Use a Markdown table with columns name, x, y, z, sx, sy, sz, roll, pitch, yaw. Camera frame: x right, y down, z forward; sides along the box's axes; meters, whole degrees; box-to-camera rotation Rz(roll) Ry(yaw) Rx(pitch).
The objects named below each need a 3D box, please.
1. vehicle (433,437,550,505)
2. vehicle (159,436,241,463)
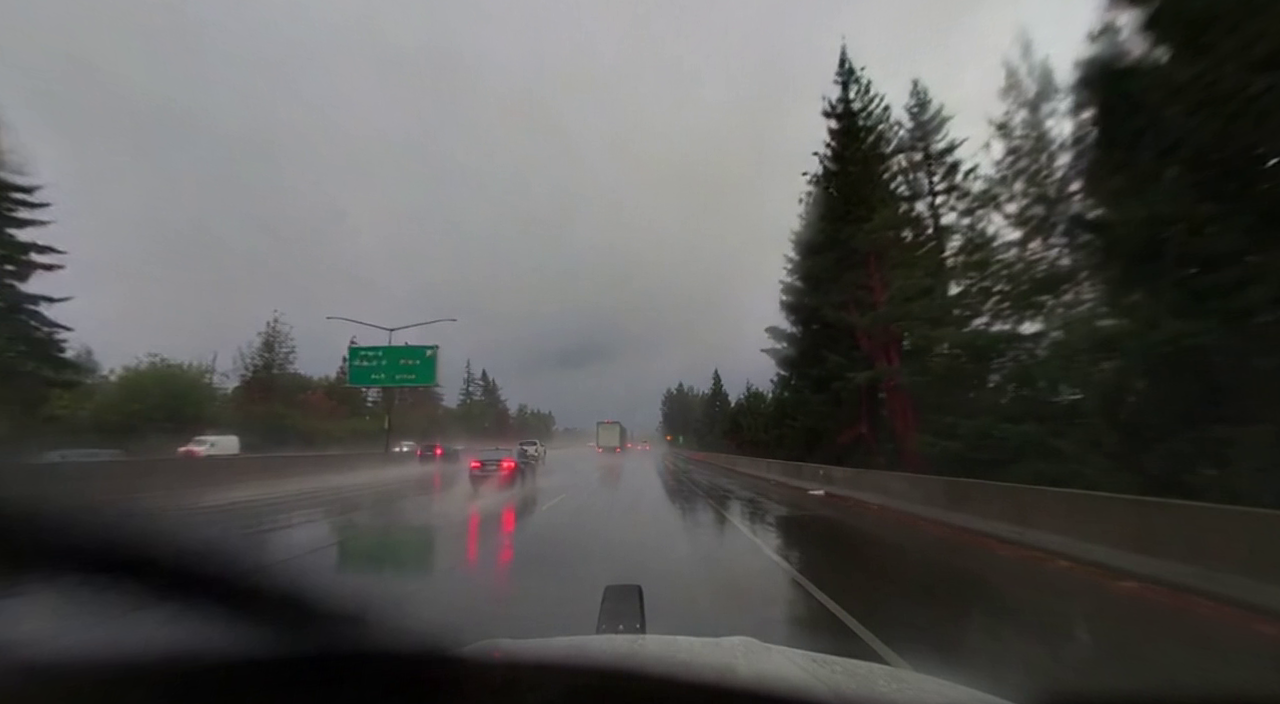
| name | x | y | z | sx | sy | sz | roll | pitch | yaw |
| --- | --- | --- | --- | --- | --- | --- | --- | --- | --- |
| vehicle | -3.711 | 3.044 | 16.554 | 1.931 | 1.528 | 4.126 | 0 | -9 | 2 |
| vehicle | -32.663 | 7.242 | 46.943 | 2.093 | 1.861 | 5.410 | 0 | -9 | 1 |
